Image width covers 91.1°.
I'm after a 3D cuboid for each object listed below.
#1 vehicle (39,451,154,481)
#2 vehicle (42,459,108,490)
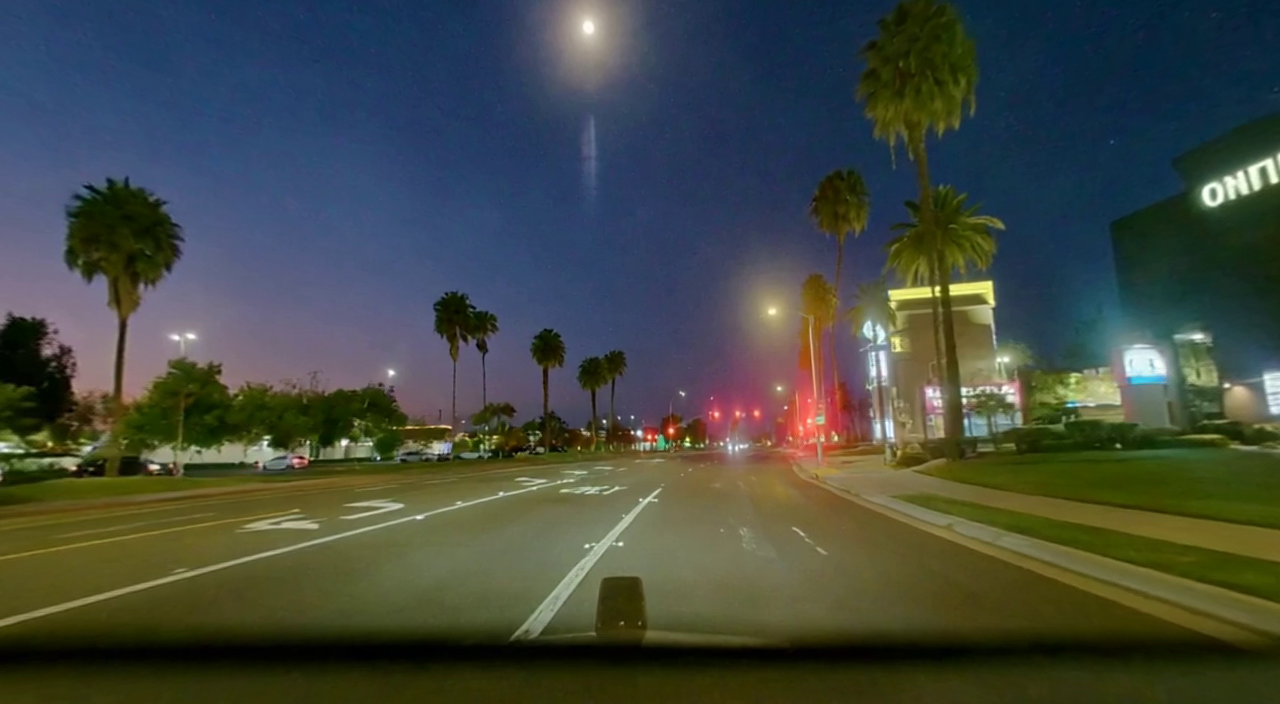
[{"bbox_3d":[-36.152,7.553,41.858,5.582,1.832,2.493,-1,-9,6],"label":"vehicle"},{"bbox_3d":[-31.843,6.848,35.340,4.647,1.539,1.949,-7,-11,39],"label":"vehicle"}]
